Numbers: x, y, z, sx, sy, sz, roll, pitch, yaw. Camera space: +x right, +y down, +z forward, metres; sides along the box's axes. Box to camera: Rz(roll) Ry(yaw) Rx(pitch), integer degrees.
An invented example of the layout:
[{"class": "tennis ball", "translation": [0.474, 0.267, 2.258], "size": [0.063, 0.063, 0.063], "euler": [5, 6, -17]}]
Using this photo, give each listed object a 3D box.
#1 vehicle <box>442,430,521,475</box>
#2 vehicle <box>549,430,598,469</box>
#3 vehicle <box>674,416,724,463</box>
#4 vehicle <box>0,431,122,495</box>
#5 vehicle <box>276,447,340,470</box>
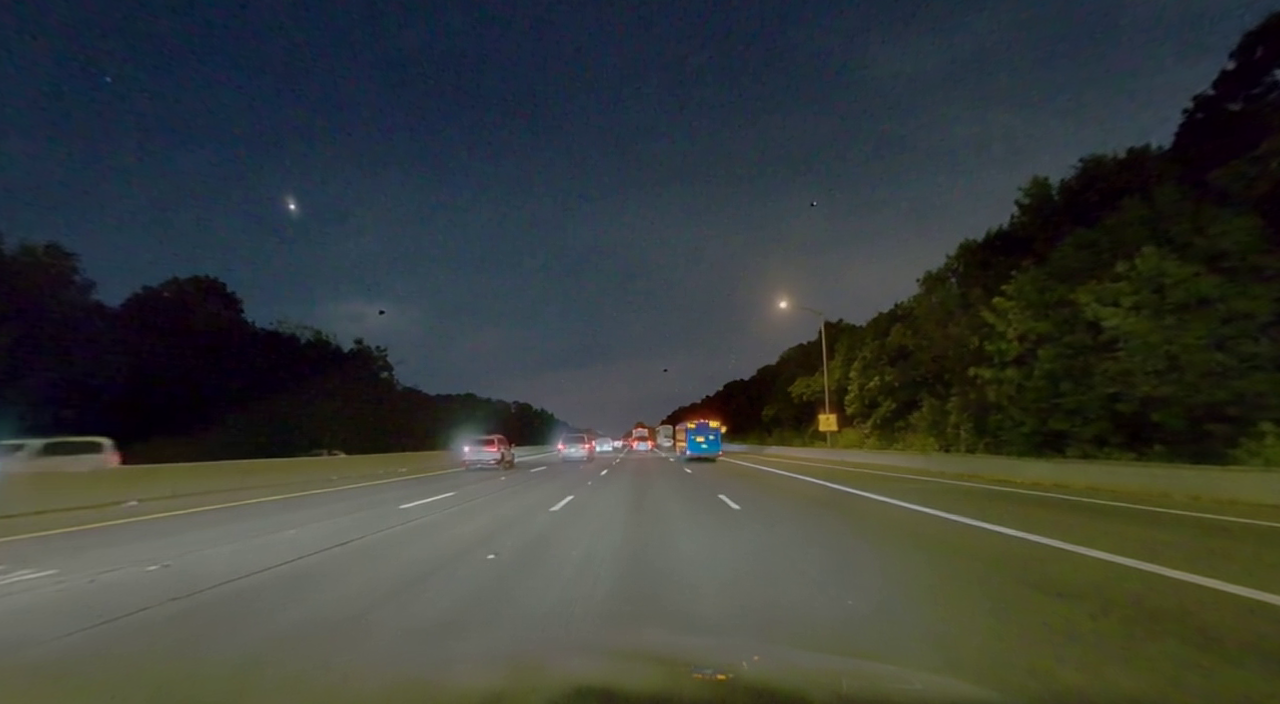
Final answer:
[{"class": "vehicle", "translation": [-7.126, 4.590, 28.966], "size": [2.217, 1.870, 5.075], "euler": [0, -8, 1]}, {"class": "vehicle", "translation": [-3.396, 5.099, 33.037], "size": [2.016, 1.898, 4.458], "euler": [0, -8, 1]}, {"class": "vehicle", "translation": [3.758, 5.835, 41.779], "size": [2.573, 2.828, 6.754], "euler": [0, -8, 0]}, {"class": "vehicle", "translation": [-18.890, 3.256, 18.676], "size": [2.484, 1.728, 5.420], "euler": [0, -8, -1]}, {"class": "vehicle", "translation": [-22.437, 7.182, 42.791], "size": [1.812, 1.478, 4.667], "euler": [0, -8, 0]}]
